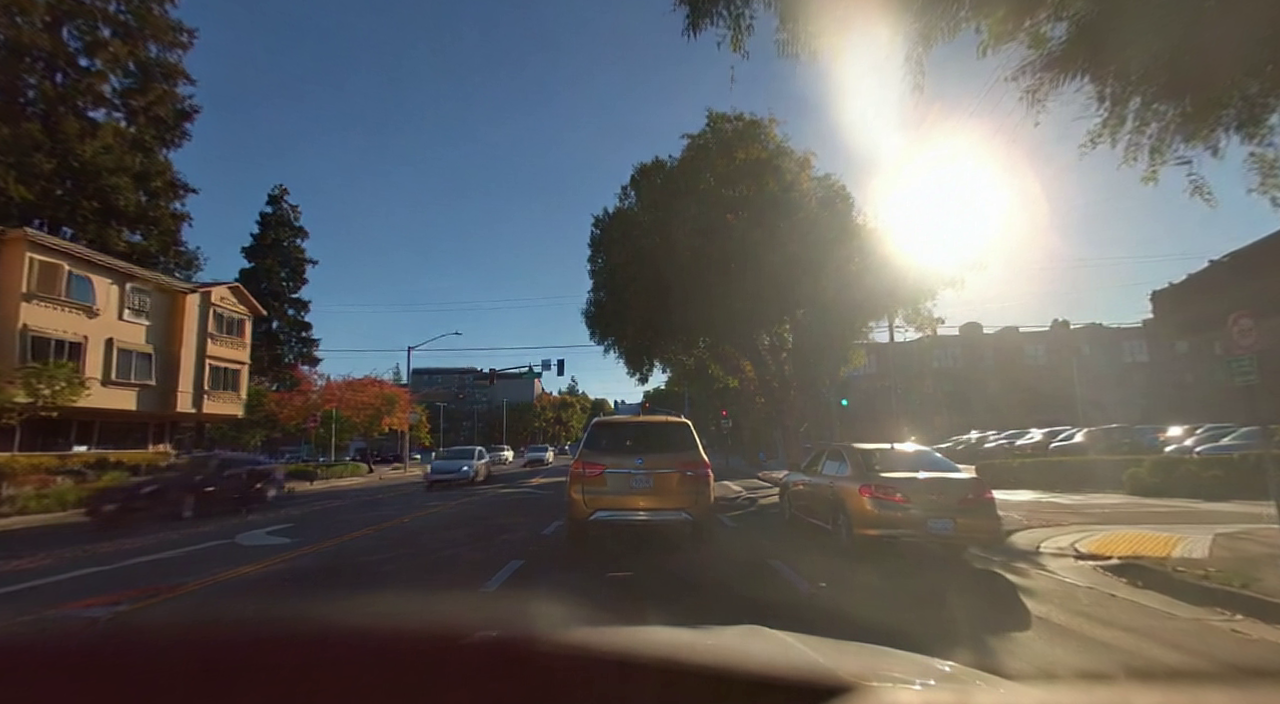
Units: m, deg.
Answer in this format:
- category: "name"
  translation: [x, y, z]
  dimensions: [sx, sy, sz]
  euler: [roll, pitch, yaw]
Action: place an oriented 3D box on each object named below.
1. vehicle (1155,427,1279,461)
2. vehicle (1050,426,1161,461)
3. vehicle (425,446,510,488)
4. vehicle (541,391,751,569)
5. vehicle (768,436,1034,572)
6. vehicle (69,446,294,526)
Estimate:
- category: "vehicle"
  translation: [25.898, 4.081, 27.854]
  dimensions: [4.420, 1.469, 1.807]
  euler: [0, -8, 0]
- category: "vehicle"
  translation: [26.605, 5.228, 35.989]
  dimensions: [4.704, 1.919, 2.130]
  euler: [0, -9, -3]
- category: "vehicle"
  translation: [-6.647, 4.463, 24.791]
  dimensions: [1.981, 1.478, 4.701]
  euler: [0, -9, 1]
- category: "vehicle"
  translation: [0.030, 1.720, 9.074]
  dimensions: [2.296, 1.947, 4.168]
  euler: [0, -9, -1]
- category: "vehicle"
  translation: [3.351, 2.021, 9.225]
  dimensions: [1.900, 1.478, 4.425]
  euler: [0, -9, -2]
- category: "vehicle"
  translation: [-10.569, 3.061, 15.083]
  dimensions: [1.772, 1.561, 4.773]
  euler: [0, -8, 0]
